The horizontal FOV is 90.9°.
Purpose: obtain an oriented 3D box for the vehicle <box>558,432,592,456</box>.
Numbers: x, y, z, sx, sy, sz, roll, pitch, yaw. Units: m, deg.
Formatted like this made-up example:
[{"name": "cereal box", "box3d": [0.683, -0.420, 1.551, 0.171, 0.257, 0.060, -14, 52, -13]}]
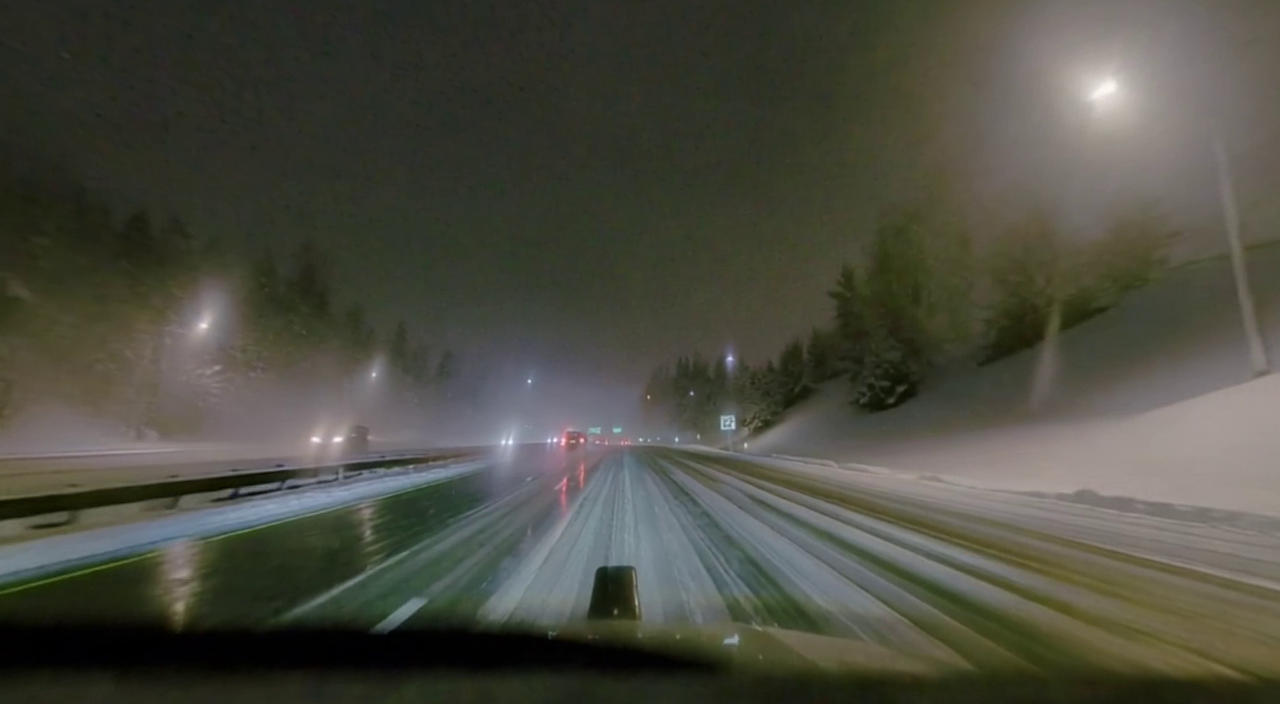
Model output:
[{"name": "vehicle", "box3d": [-4.469, 6.391, 43.908, 2.062, 1.591, 4.156, 0, -8, -1]}]
